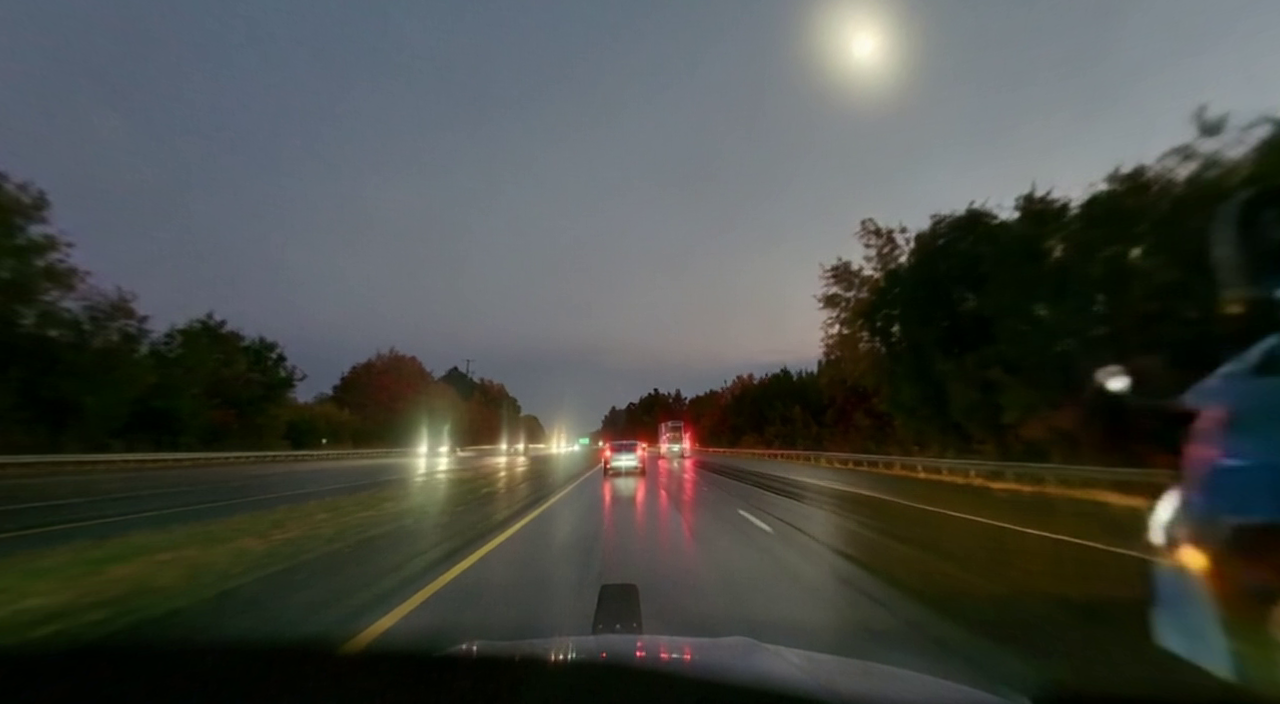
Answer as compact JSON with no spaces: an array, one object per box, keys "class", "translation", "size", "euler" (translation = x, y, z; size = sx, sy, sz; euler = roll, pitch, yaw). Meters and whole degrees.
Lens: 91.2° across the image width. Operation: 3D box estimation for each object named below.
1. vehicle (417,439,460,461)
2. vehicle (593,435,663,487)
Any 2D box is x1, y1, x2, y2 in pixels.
[{"class":"vehicle","translation":[-14.489,7.055,45.228],"size":[1.847,1.502,3.929],"euler":[0,-9,-1]},{"class":"vehicle","translation":[-0.397,3.590,20.861],"size":[2.099,1.506,4.097],"euler":[0,-9,-1]}]
